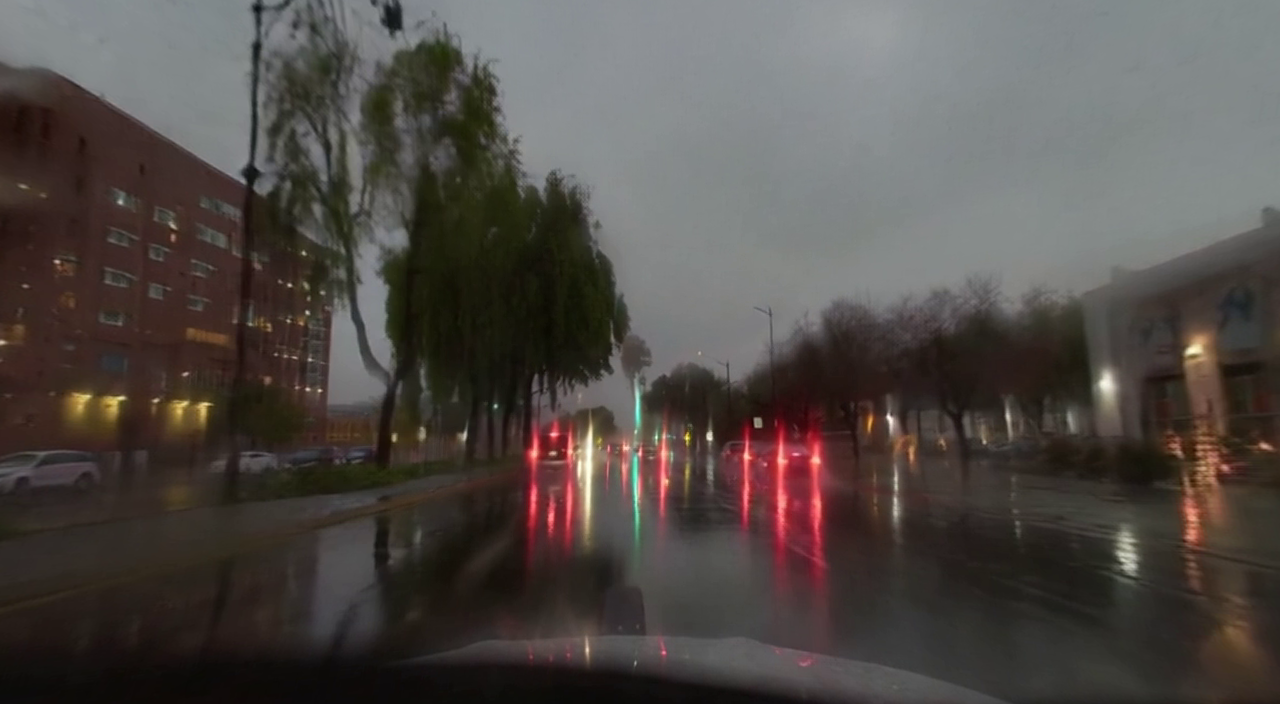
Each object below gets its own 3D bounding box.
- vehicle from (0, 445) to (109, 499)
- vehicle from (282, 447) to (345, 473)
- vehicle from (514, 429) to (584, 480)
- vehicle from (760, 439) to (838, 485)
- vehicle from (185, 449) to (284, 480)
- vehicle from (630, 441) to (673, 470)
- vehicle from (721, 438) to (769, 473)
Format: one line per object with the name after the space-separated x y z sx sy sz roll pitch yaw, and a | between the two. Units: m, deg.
-22.116 4.251 22.738 1.996 1.767 4.613 0 -9 -1 | vehicle
-22.545 7.456 43.837 1.910 1.632 4.624 0 -9 0 | vehicle
-3.736 4.329 26.876 2.223 1.957 4.845 0 -9 0 | vehicle
6.464 4.503 26.189 2.164 1.727 3.955 0 -9 0 | vehicle
-22.260 6.188 34.989 2.111 1.554 5.163 0 -9 -1 | vehicle
0.609 6.055 37.190 2.201 1.589 3.843 0 -9 -4 | vehicle
6.151 6.123 37.560 1.997 1.943 4.409 0 -9 -1 | vehicle
